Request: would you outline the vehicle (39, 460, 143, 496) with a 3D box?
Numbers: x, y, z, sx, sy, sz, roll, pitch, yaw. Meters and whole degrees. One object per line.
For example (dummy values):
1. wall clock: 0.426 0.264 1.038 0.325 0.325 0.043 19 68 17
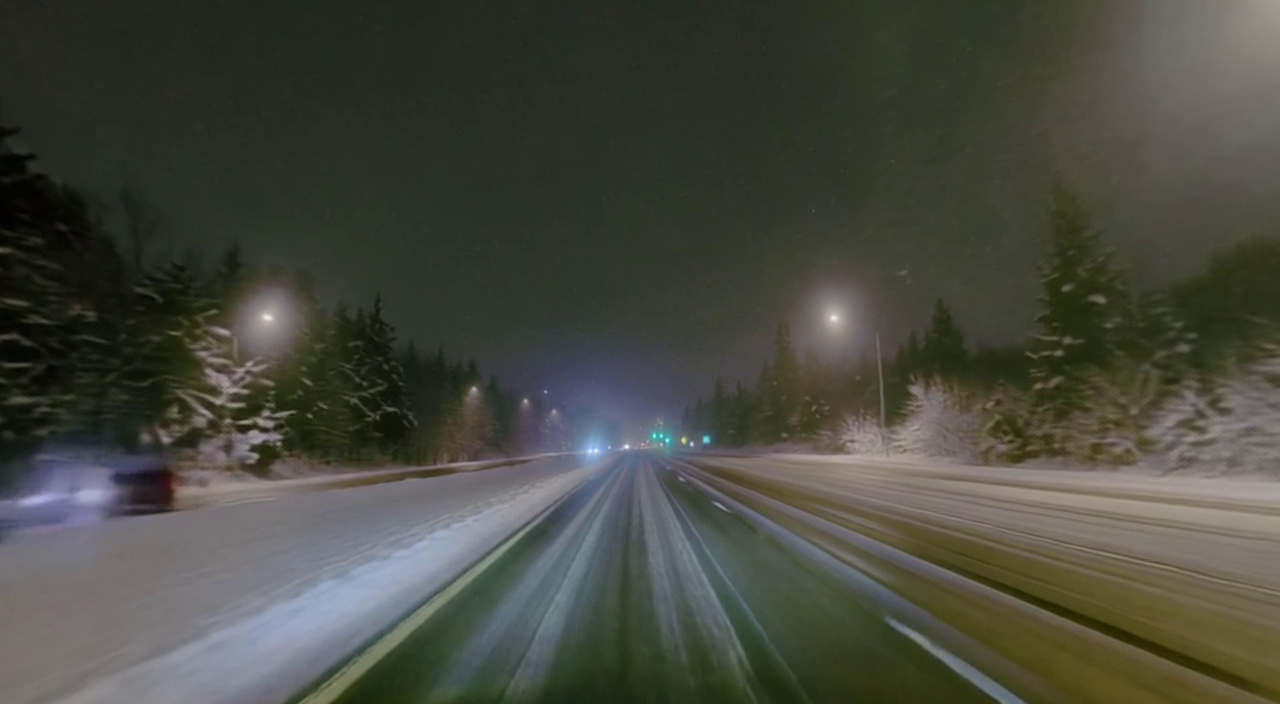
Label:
1. vehicle: -25.690 5.871 29.719 1.571 1.457 3.707 0 -8 0
